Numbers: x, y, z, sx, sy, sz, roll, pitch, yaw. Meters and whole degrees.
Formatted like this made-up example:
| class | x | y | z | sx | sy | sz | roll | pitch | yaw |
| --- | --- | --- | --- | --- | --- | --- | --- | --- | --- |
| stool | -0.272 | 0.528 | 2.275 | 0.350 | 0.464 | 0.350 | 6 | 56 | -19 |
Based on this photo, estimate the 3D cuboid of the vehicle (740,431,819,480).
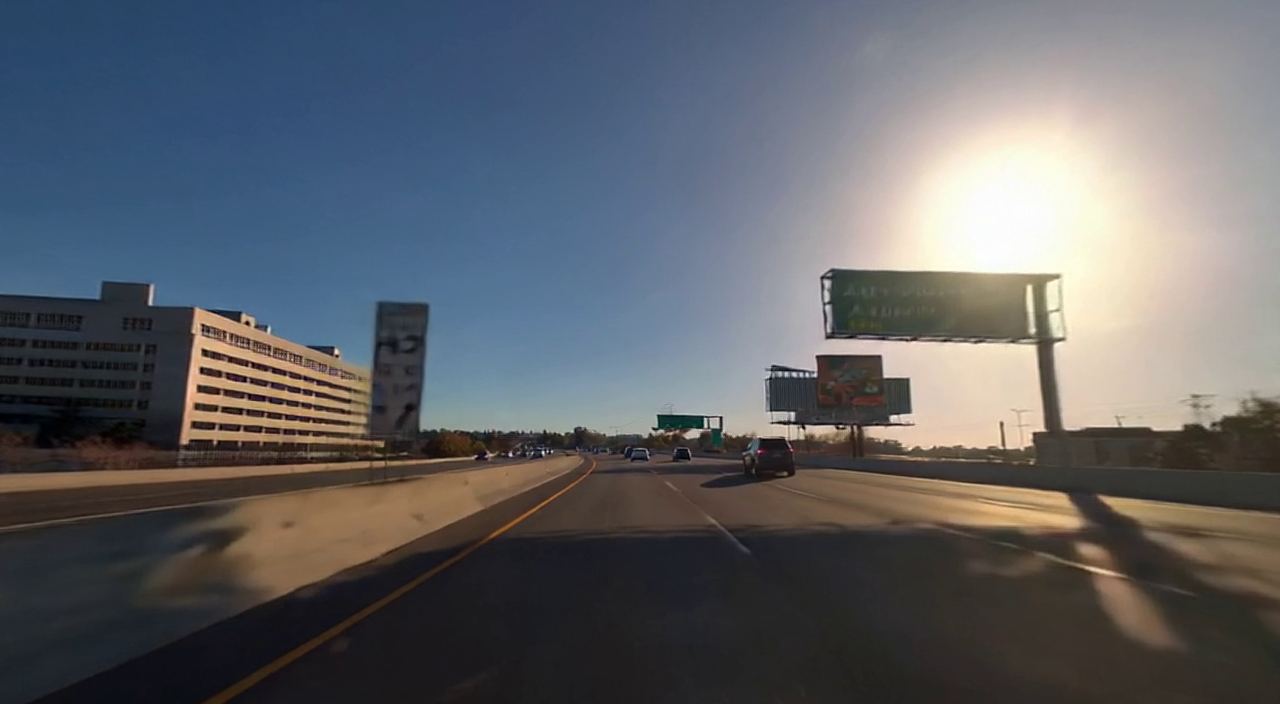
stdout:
| class | x | y | z | sx | sy | sz | roll | pitch | yaw |
| --- | --- | --- | --- | --- | --- | --- | --- | --- | --- |
| vehicle | 5.983 | 4.506 | 27.820 | 2.181 | 1.952 | 4.973 | 0 | -8 | -2 |
